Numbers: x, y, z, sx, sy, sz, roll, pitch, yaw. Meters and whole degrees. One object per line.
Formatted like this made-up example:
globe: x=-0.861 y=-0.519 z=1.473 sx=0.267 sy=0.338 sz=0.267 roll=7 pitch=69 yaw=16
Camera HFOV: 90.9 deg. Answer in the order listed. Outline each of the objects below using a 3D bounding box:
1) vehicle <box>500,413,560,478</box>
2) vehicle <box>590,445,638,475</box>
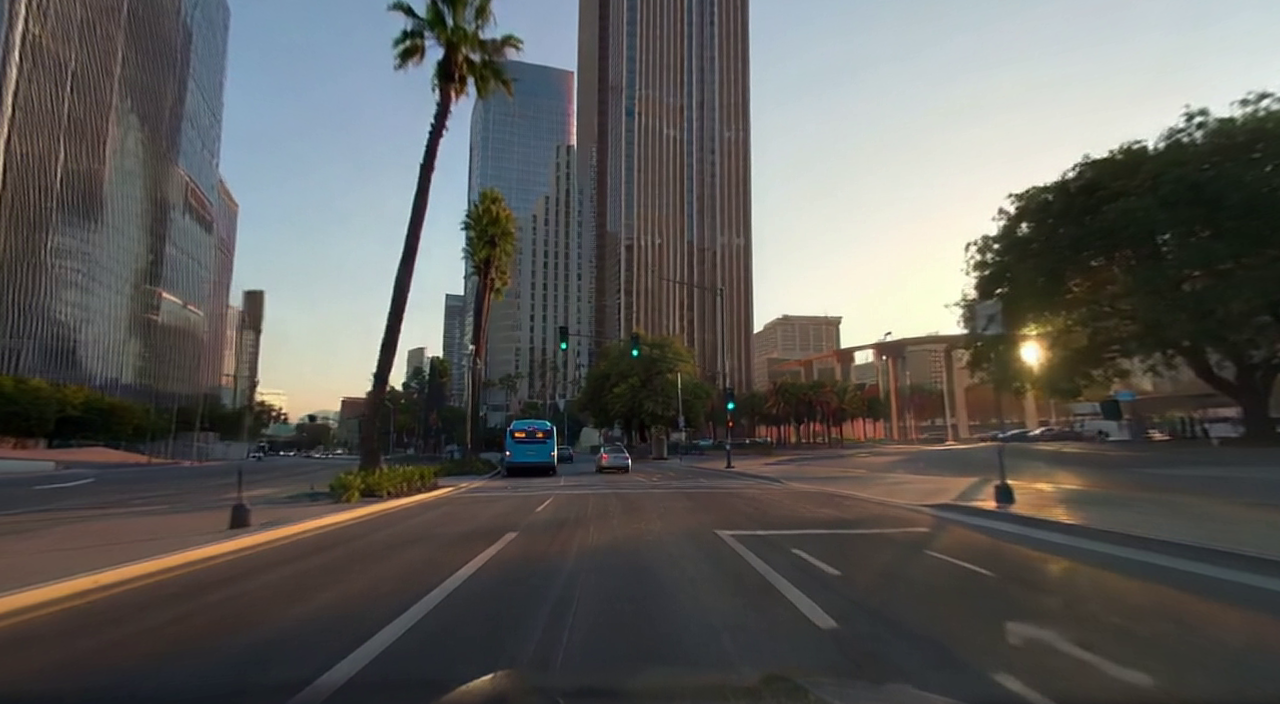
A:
vehicle: x=-5.715 y=5.017 z=33.991 sx=2.678 sy=3.042 sz=8.474 roll=1 pitch=-8 yaw=-7
vehicle: x=-1.434 y=5.624 z=33.142 sx=2.107 sy=1.481 sz=4.097 roll=1 pitch=-8 yaw=-8
